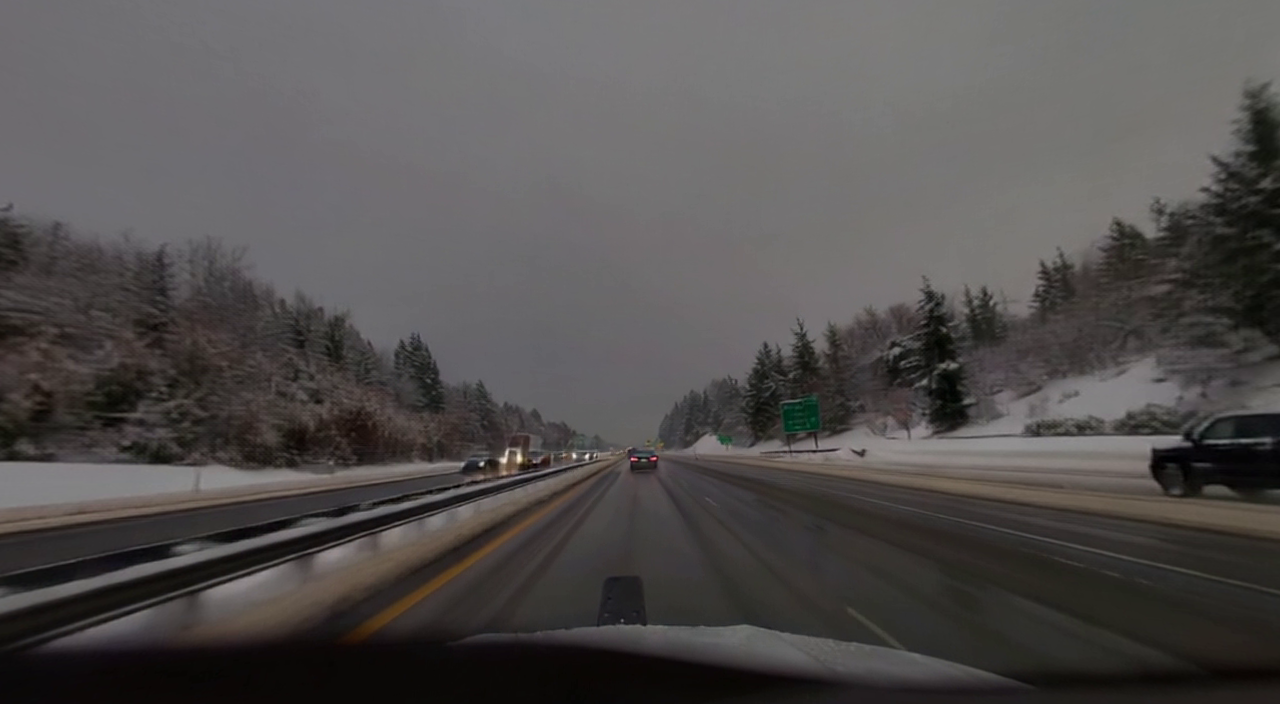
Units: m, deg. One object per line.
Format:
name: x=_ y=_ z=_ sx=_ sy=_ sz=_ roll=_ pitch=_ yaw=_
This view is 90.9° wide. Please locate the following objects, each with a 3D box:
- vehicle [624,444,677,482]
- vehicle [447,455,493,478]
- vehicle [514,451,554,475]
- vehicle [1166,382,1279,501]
vehicle: x=0.428 y=4.958 z=28.393 sx=2.177 sy=1.520 sz=4.278 roll=0 pitch=-9 yaw=0
vehicle: x=-11.886 y=8.008 z=44.410 sx=1.929 sy=1.505 sz=4.526 roll=0 pitch=-9 yaw=1
vehicle: x=-6.932 y=7.278 z=41.550 sx=1.956 sy=1.486 sz=3.661 roll=0 pitch=-9 yaw=1
vehicle: x=14.415 y=1.863 z=13.175 sx=2.115 sy=2.446 sz=5.323 roll=0 pitch=-9 yaw=0
